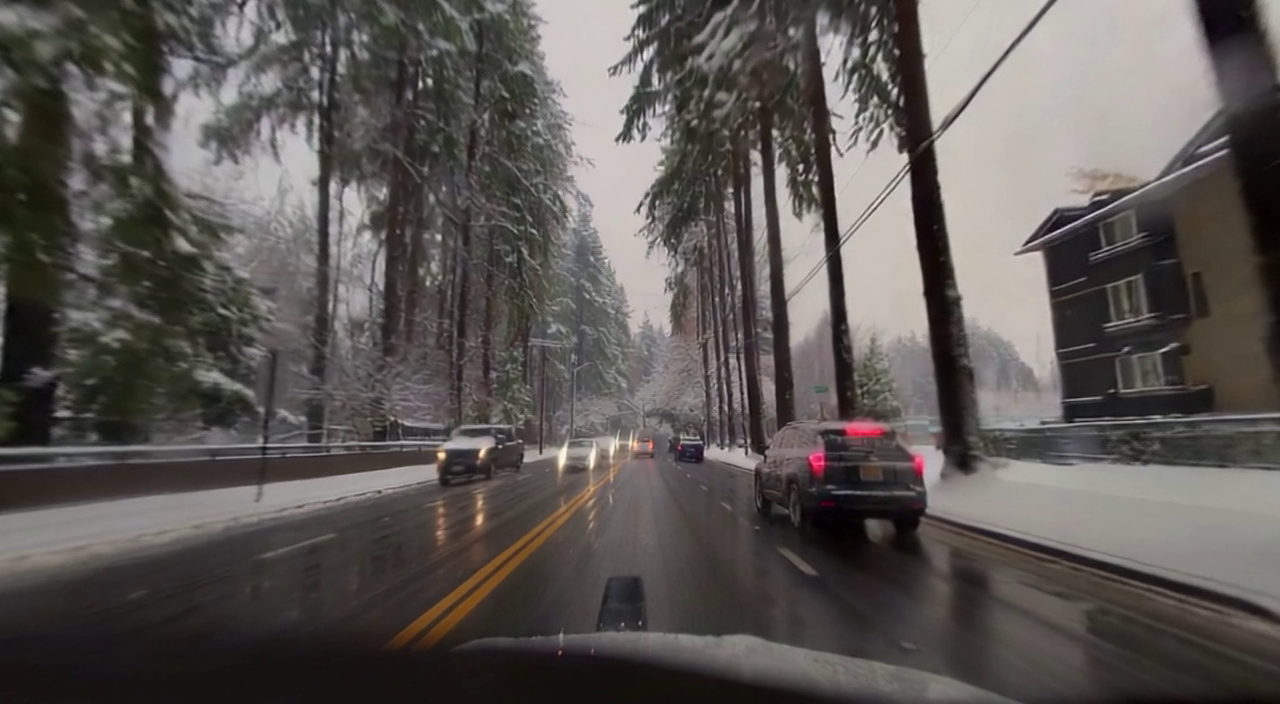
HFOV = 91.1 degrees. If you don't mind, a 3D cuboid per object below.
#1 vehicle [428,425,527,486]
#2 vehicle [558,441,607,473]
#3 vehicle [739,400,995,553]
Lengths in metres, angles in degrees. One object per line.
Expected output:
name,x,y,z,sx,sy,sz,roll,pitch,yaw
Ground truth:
vehicle,-5.959,3.891,23.914,2.200,2.041,5.550,0,-8,1
vehicle,-2.660,4.951,29.950,1.941,1.409,3.975,0,-8,0
vehicle,3.227,1.922,10.398,2.219,1.881,5.104,0,-8,-1
